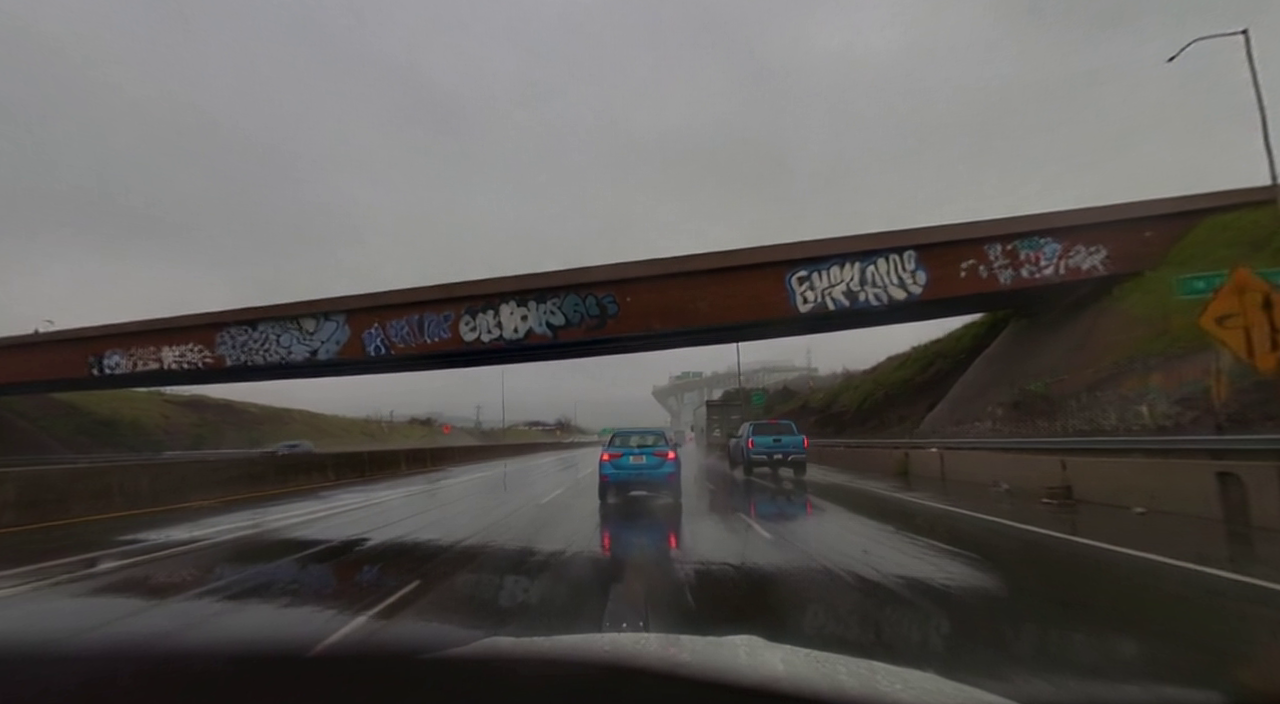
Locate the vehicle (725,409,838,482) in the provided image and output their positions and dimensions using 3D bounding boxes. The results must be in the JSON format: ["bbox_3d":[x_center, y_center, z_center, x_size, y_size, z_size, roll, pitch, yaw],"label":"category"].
[{"bbox_3d":[4.229,2.956,20.023,2.311,1.922,5.977,-1,-8,1],"label":"vehicle"}]

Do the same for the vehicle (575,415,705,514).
[{"bbox_3d":[0.024,2.186,12.686,2.193,1.651,3.946,-1,-8,1],"label":"vehicle"}]
